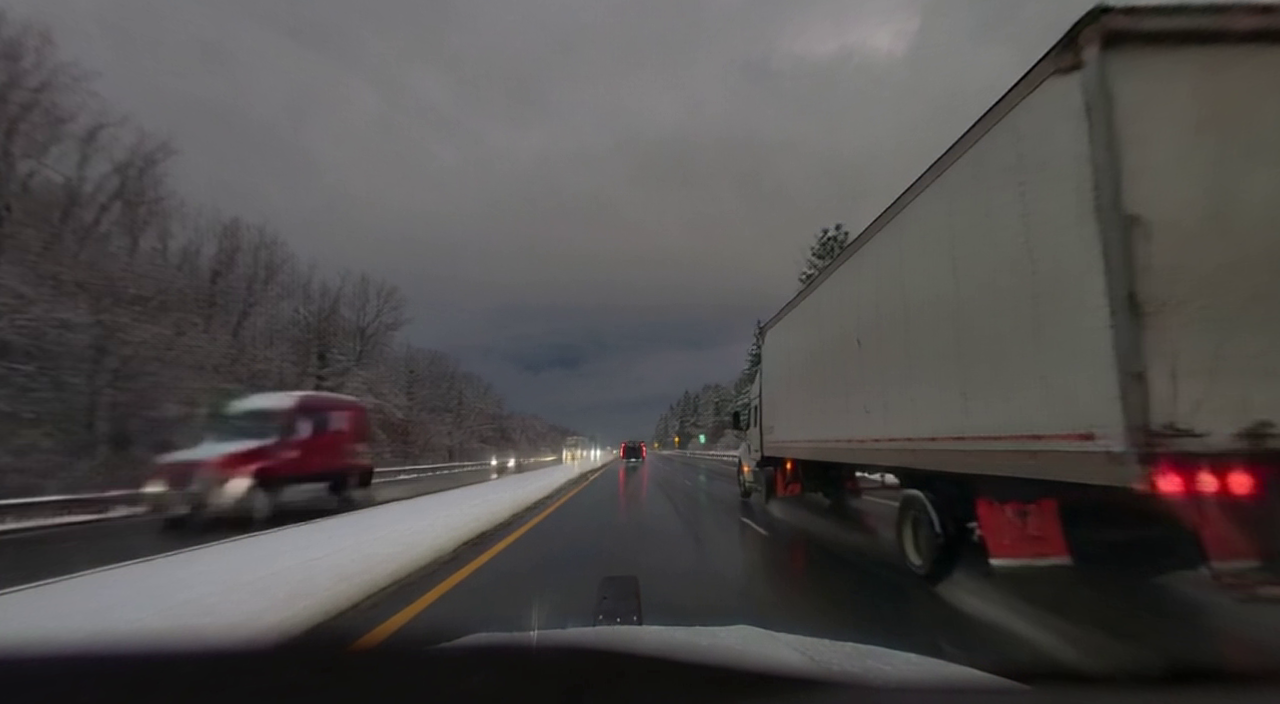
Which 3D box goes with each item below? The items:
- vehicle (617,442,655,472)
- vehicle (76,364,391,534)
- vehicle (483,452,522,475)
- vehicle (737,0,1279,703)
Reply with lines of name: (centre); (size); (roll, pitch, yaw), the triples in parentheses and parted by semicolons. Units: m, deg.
vehicle: (-0.259, 6.359, 38.194); (2.151, 1.693, 4.201); (0, -9, -1)
vehicle: (-9.010, 2.374, 15.363); (2.775, 3.102, 7.295); (-1, -9, 0)
vehicle: (-9.603, 7.822, 44.094); (1.841, 1.503, 3.978); (-1, -9, 0)
vehicle: (4.217, 0.729, 9.837); (3.068, 4.042, 13.787); (0, -9, 0)
